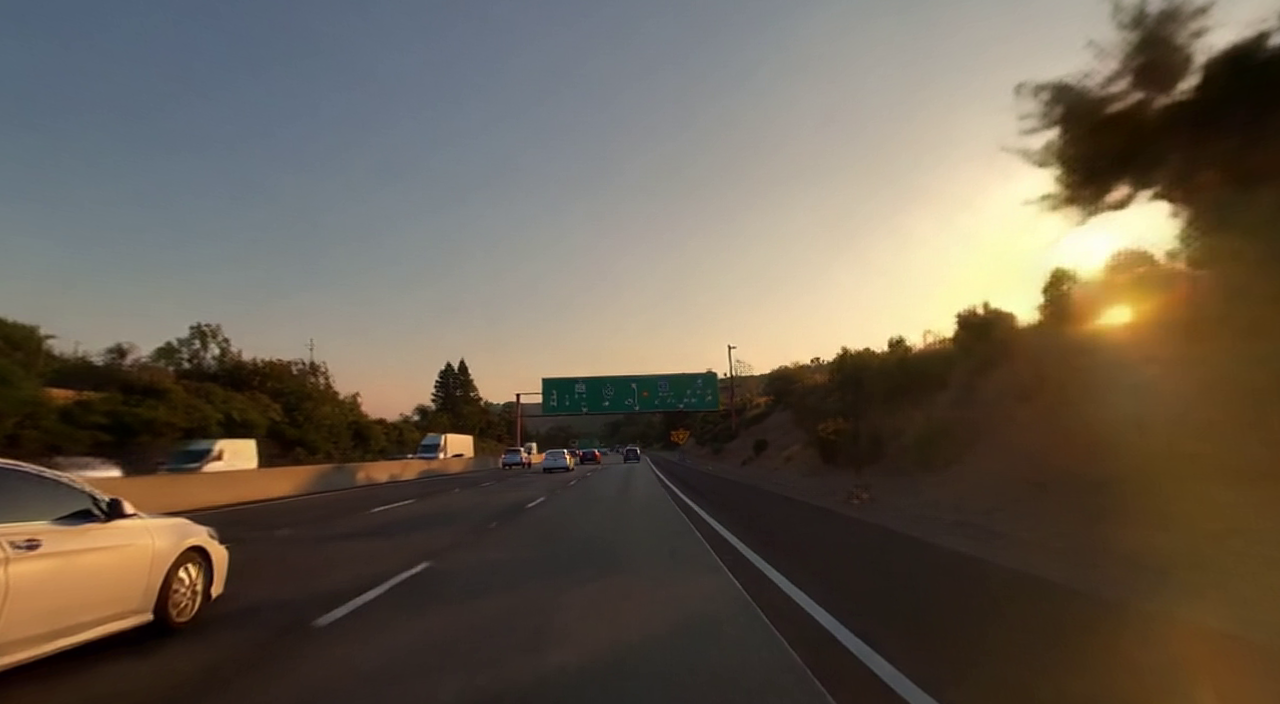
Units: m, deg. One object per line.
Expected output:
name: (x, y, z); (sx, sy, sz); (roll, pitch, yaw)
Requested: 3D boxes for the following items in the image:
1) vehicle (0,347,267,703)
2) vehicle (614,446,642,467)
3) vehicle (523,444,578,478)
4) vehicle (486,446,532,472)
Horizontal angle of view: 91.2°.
vehicle: (-4.035, 0.840, 2.682); (2.074, 1.779, 4.588); (0, -9, -1)
vehicle: (-0.888, 7.724, 46.538); (2.023, 1.479, 3.718); (0, -9, -1)
vehicle: (-4.167, 5.135, 29.668); (1.988, 1.477, 4.118); (0, -9, 0)
vehicle: (-7.904, 6.467, 38.059); (1.936, 1.516, 3.904); (0, -9, 0)
